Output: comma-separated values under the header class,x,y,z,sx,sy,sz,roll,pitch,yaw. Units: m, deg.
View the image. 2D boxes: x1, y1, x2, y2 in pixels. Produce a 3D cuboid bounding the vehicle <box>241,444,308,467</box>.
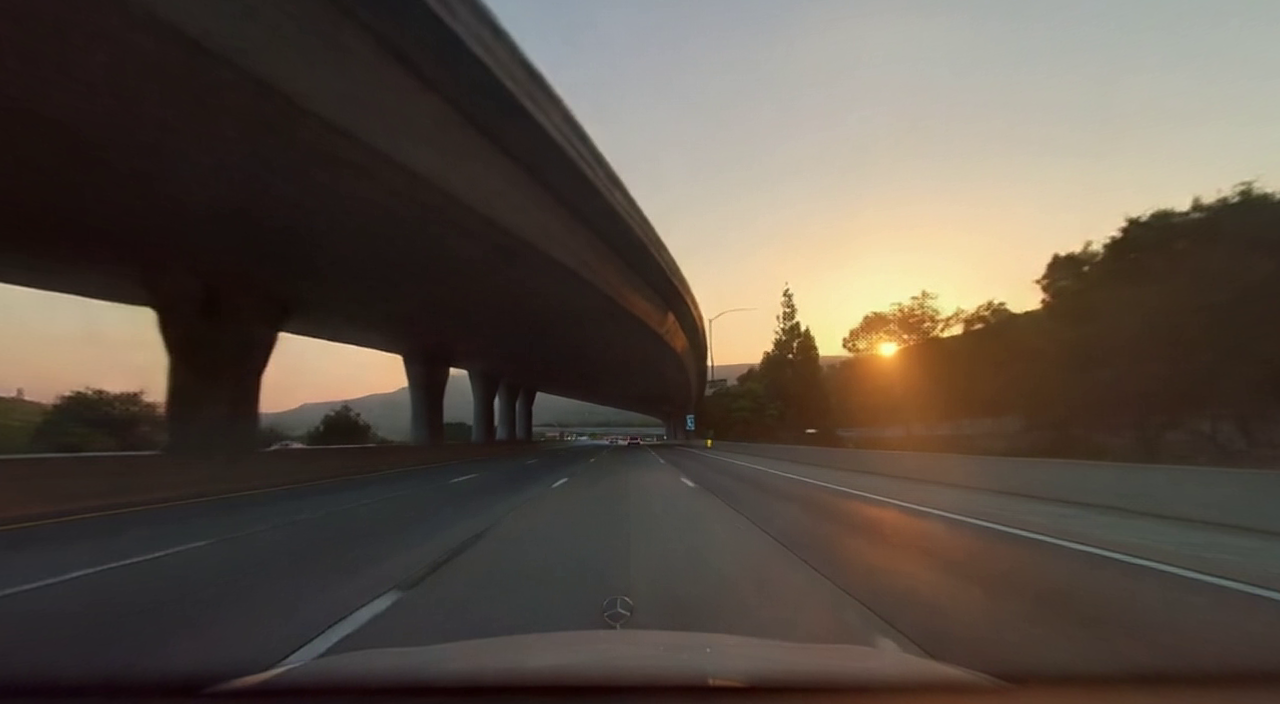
class,x,y,z,sx,sy,sz,roll,pitch,yaw
vehicle,-24.015,6.774,41.499,1.886,1.397,4.160,0,-8,0
